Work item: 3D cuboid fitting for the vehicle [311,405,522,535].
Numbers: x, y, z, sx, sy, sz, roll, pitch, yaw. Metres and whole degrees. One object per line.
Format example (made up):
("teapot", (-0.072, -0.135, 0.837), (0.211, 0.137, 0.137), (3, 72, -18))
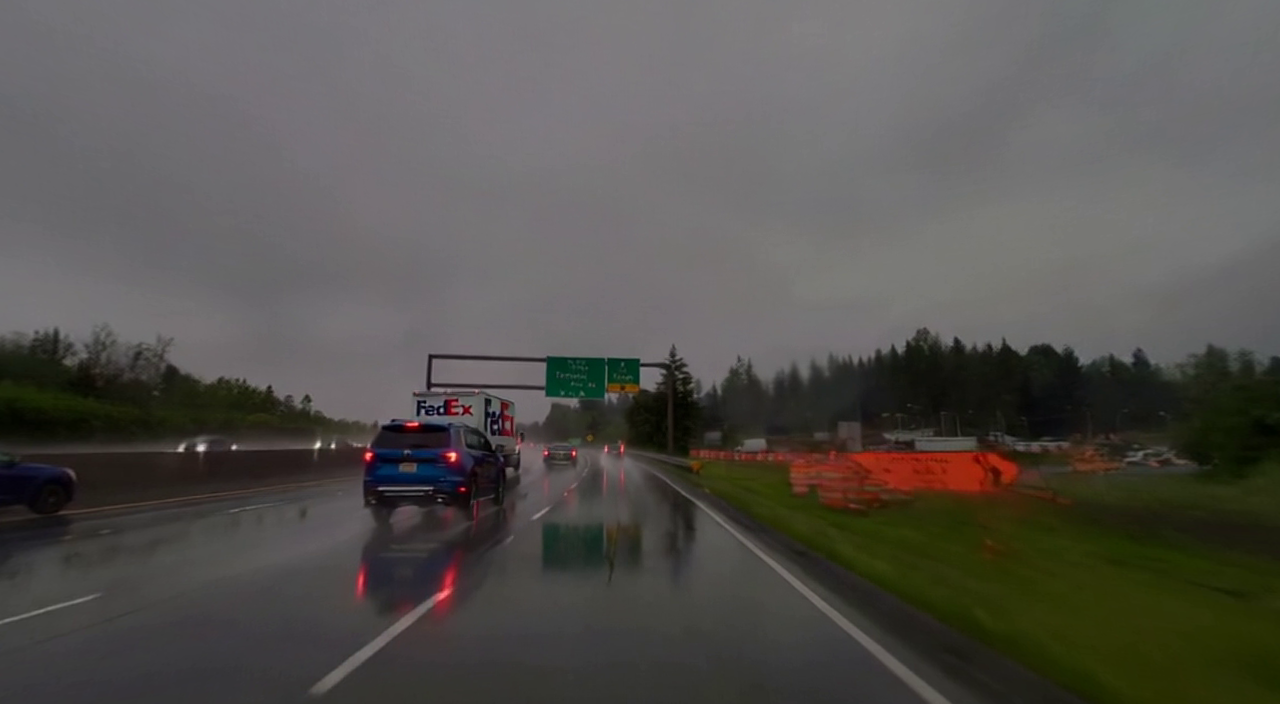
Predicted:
("vehicle", (-3.684, 2.067, 11.556), (2.170, 1.886, 4.628), (0, -9, -1))

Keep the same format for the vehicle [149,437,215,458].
("vehicle", (-35.474, 7.402, 49.088), (1.841, 1.521, 4.545), (1, -9, -3))

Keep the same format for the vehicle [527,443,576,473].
("vehicle", (-4.709, 5.688, 34.130), (2.192, 1.478, 4.591), (0, -9, -3))
